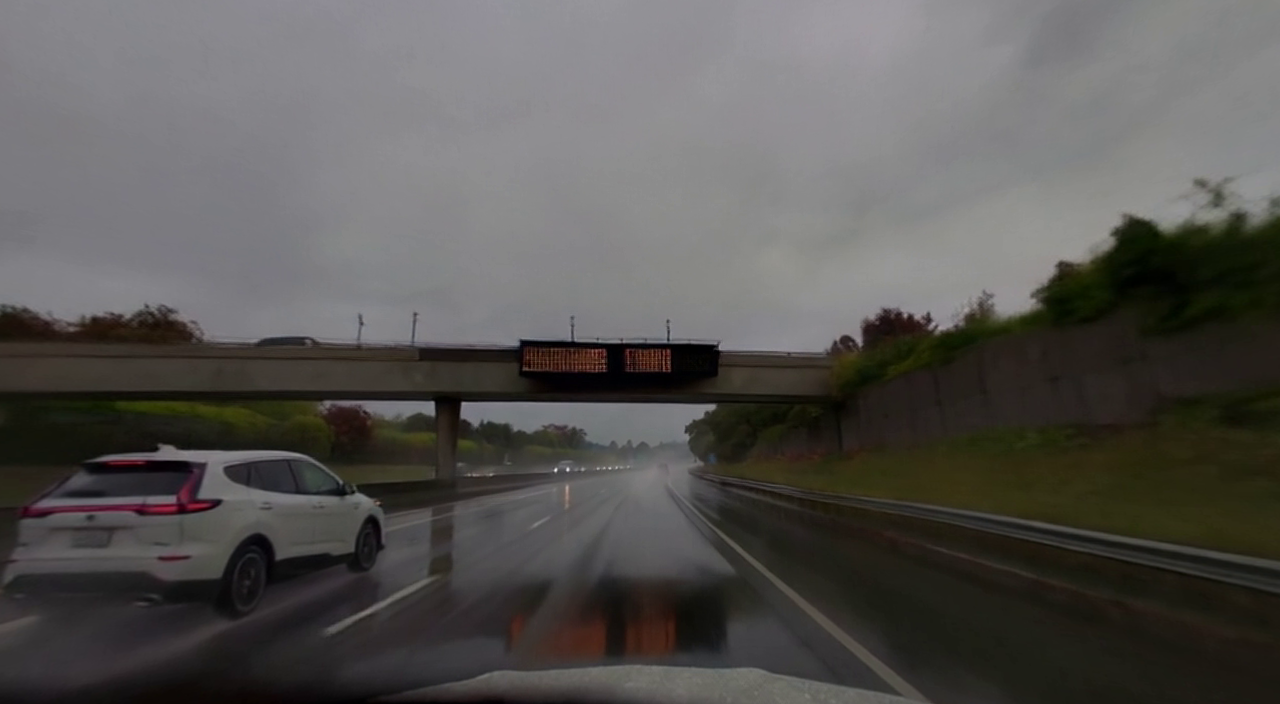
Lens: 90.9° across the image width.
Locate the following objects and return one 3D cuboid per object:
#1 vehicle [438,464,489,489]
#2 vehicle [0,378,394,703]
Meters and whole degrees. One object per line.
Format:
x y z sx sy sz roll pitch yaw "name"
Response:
-11.333 8.057 40.785 1.874 1.455 4.446 1 -11 1 "vehicle"
-4.142 1.376 5.373 2.141 1.697 4.641 1 -11 0 "vehicle"
